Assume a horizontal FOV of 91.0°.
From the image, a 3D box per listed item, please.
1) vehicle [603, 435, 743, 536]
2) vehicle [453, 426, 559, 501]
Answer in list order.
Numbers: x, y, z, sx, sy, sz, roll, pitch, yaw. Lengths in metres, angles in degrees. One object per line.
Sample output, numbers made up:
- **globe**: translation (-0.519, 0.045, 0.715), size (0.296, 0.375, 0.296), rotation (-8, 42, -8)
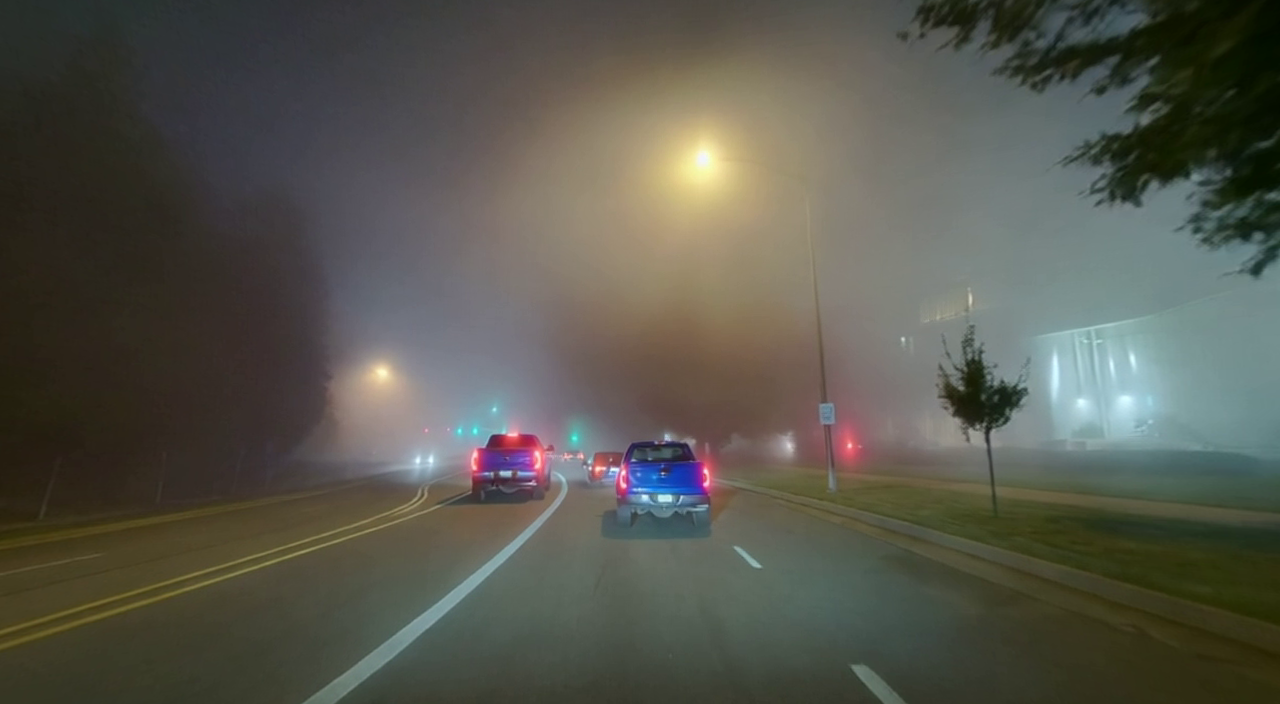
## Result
- **vehicle**: translation (0.399, 2.382, 11.796), size (2.142, 1.528, 4.133), rotation (1, -9, -3)
- **vehicle**: translation (-3.987, 3.466, 19.922), size (2.512, 1.992, 5.725), rotation (1, -9, -5)
